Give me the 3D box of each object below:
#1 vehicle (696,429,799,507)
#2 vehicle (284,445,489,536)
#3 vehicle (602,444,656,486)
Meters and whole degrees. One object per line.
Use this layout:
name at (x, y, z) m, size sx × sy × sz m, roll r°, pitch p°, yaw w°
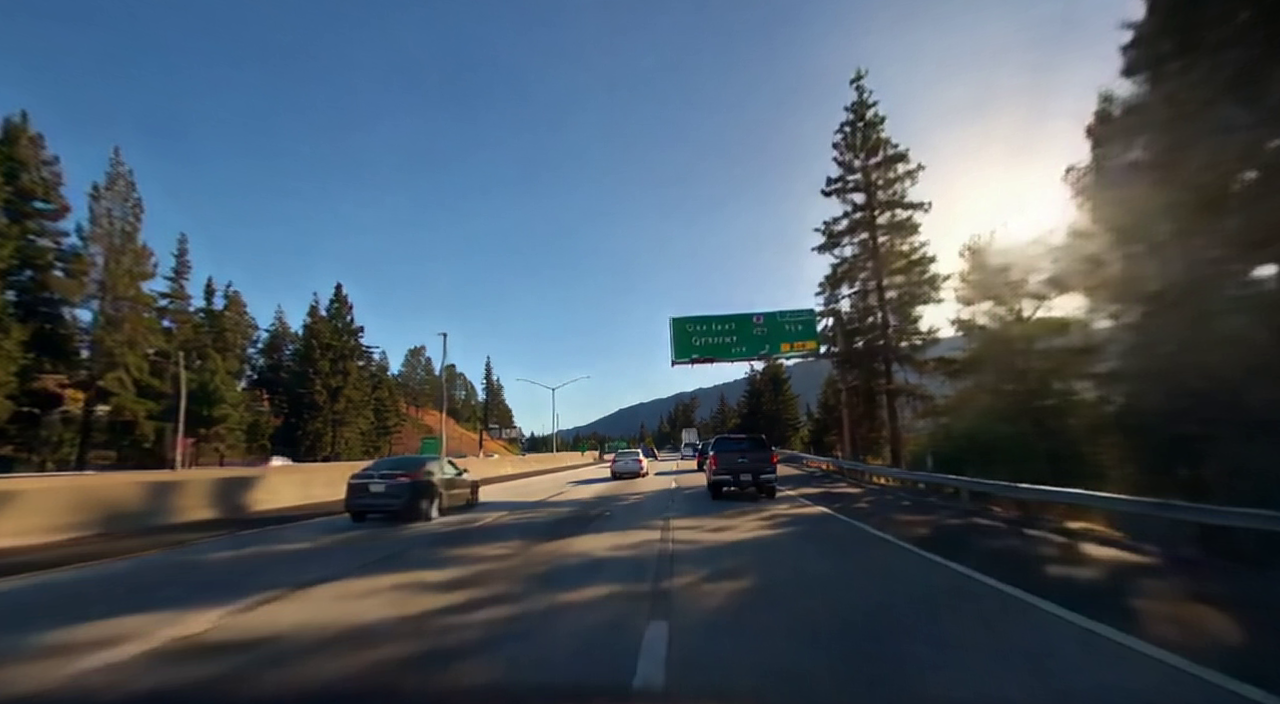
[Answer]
vehicle at (2.796, 3.170, 17.772) m, size 2.229 × 1.837 × 5.387 m, roll -1°, pitch -8°, yaw 3°
vehicle at (-4.974, 2.747, 13.300) m, size 2.109 × 1.530 × 4.646 m, roll -1°, pitch -8°, yaw 4°
vehicle at (-0.378, 4.644, 26.334) m, size 1.959 × 1.604 × 4.065 m, roll -1°, pitch -8°, yaw 4°
